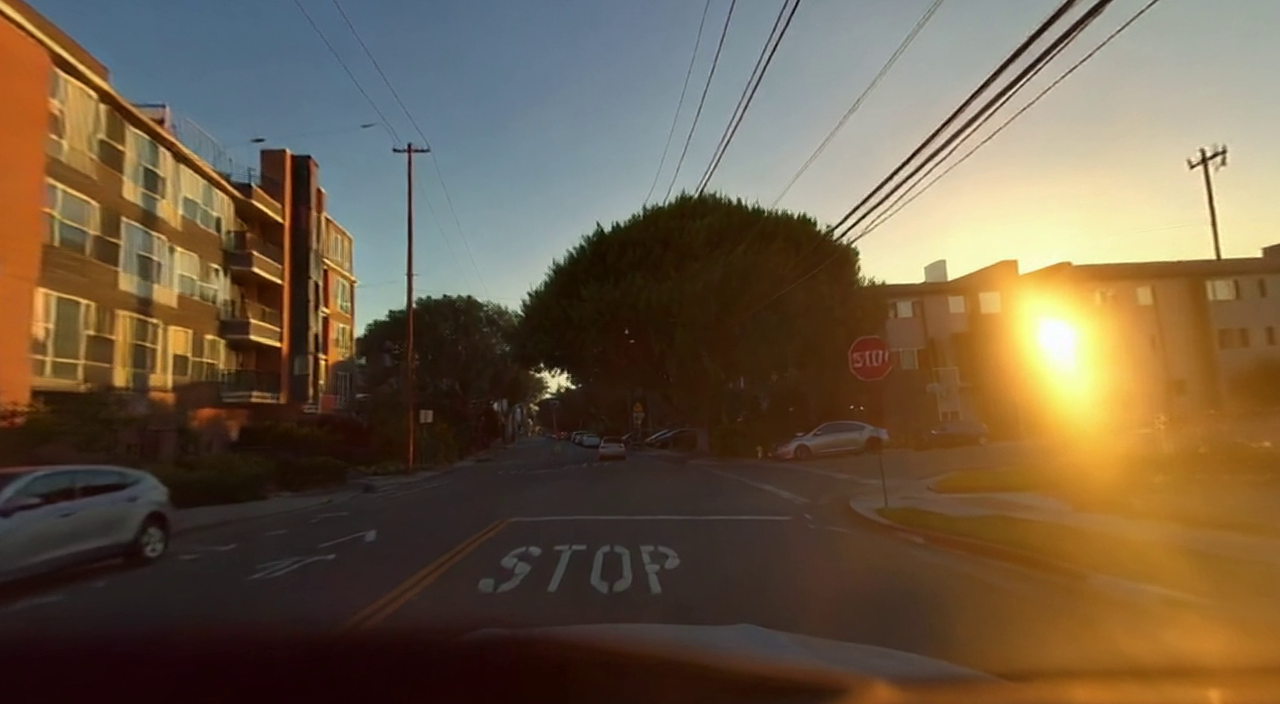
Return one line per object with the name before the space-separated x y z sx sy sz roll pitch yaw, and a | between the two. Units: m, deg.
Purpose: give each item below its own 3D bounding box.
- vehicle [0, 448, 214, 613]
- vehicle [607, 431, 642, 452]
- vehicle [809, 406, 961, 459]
vehicle | -7.072 1.891 6.867 1.922 1.505 4.502 -3 -8 -2
vehicle | -1.190 6.673 46.883 1.918 1.475 4.060 2 -9 -12
vehicle | 9.102 3.055 23.772 4.790 1.872 2.155 1 -9 -4
